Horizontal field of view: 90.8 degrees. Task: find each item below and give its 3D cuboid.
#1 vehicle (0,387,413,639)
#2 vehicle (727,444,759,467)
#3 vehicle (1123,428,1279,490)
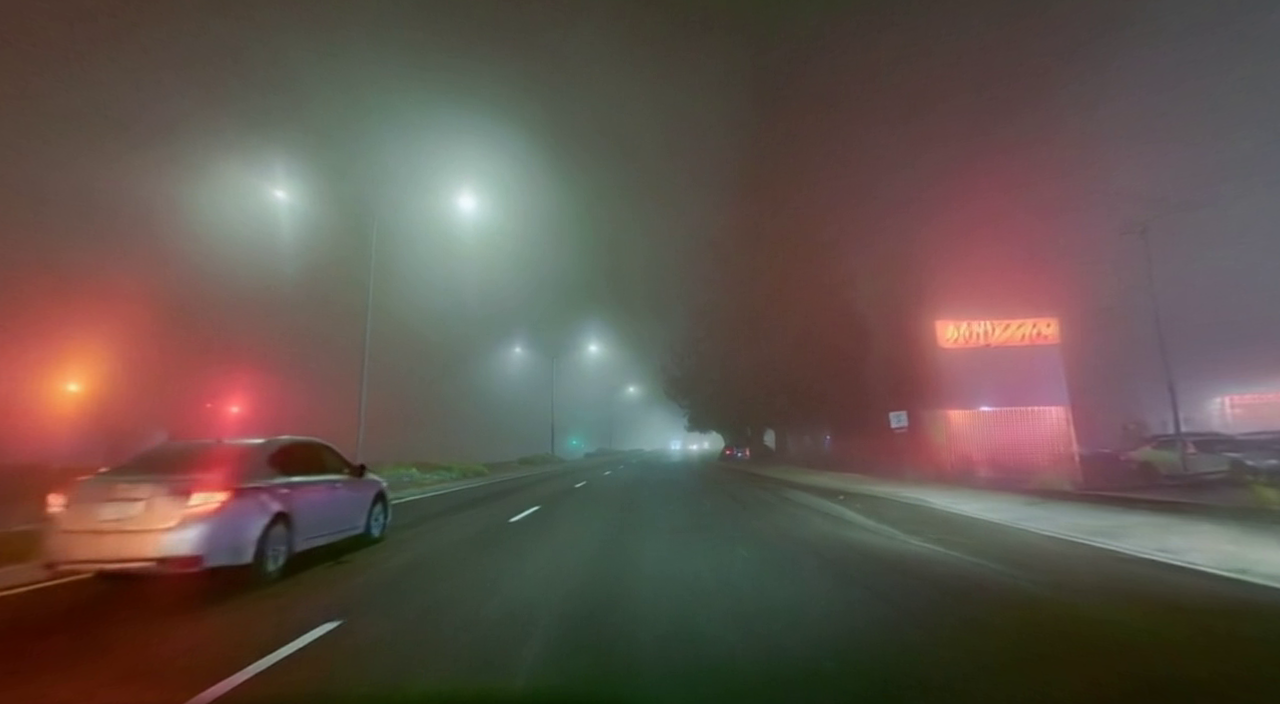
[{"bbox_3d":[-4.540,1.563,7.168,2.238,1.864,4.740,0,-9,-1],"label":"vehicle"},{"bbox_3d":[7.785,7.865,48.137,1.974,1.635,4.043,-1,-9,4],"label":"vehicle"},{"bbox_3d":[16.598,2.985,17.794,4.355,1.602,1.932,0,-9,-1],"label":"vehicle"}]
